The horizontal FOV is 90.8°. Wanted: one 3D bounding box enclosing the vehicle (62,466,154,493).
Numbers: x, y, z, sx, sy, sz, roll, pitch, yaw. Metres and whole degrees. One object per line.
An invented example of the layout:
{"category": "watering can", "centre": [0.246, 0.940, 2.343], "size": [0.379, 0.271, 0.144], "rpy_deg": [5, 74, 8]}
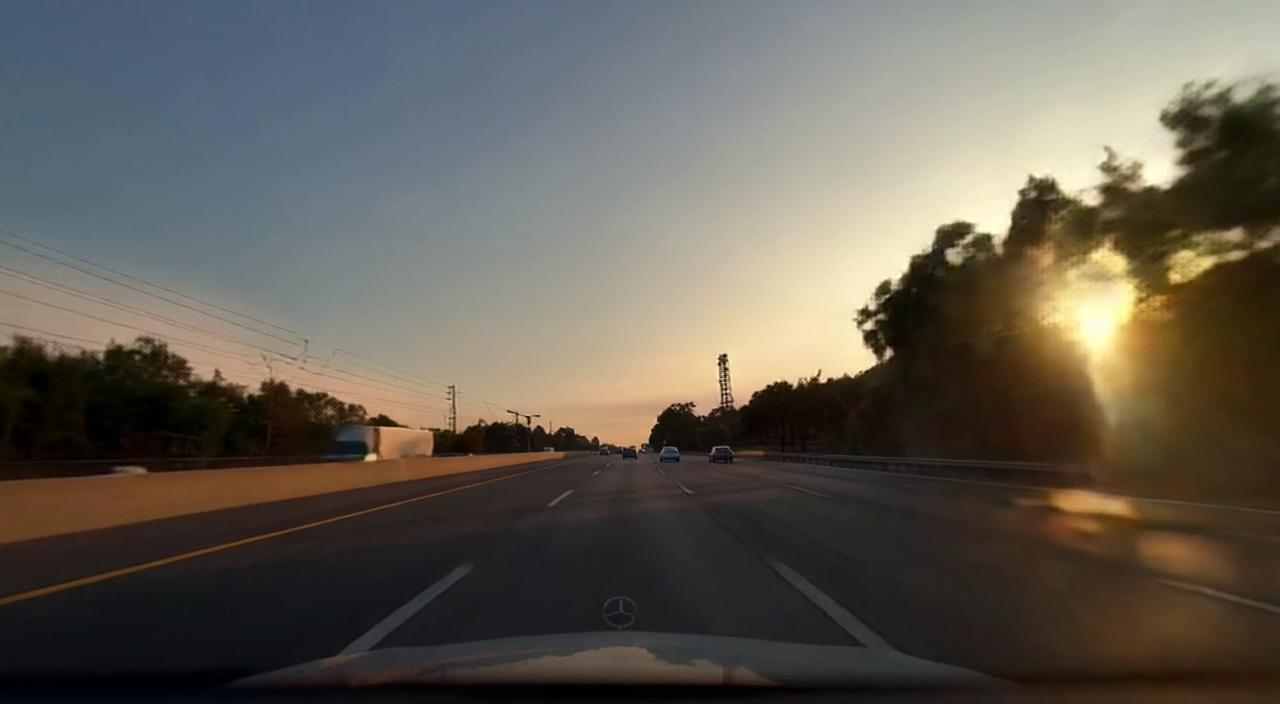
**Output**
{"category": "vehicle", "centre": [-40.316, 9.683, 48.098], "size": [2.078, 1.720, 5.714], "rpy_deg": [0, -9, -1]}

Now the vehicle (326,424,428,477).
{"category": "vehicle", "centre": [-19.222, 7.337, 47.197], "size": [2.951, 3.477, 10.720], "rpy_deg": [0, -9, 0]}
